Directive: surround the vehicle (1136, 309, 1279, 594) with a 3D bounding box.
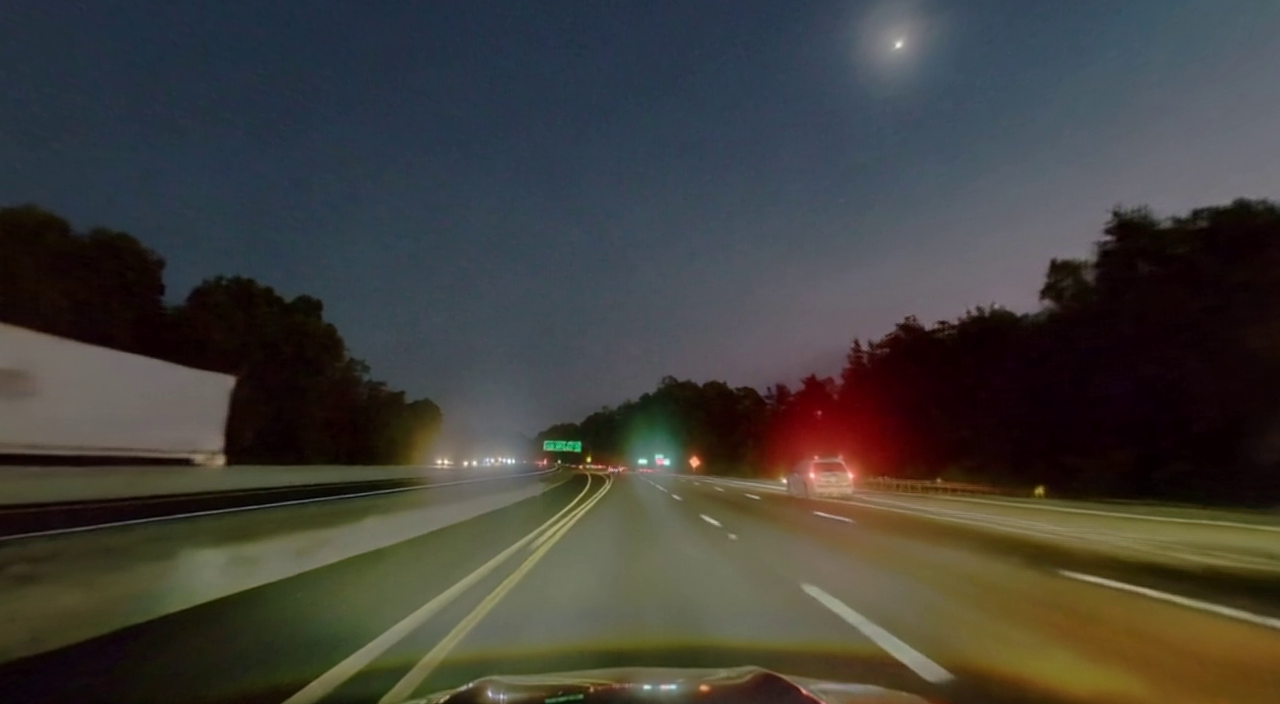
[{"bbox_3d":[8.253,0.841,5.363,2.616,3.039,6.382,2,-10,-1],"label":"vehicle"}]

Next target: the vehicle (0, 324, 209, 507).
[{"bbox_3d":[-15.069,1.539,14.459,2.812,3.834,10.802,1,-10,-2],"label":"vehicle"}]

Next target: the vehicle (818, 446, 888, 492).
[{"bbox_3d":[16.310,9.017,48.642,2.827,3.120,6.502,5,-10,-3],"label":"vehicle"}]
